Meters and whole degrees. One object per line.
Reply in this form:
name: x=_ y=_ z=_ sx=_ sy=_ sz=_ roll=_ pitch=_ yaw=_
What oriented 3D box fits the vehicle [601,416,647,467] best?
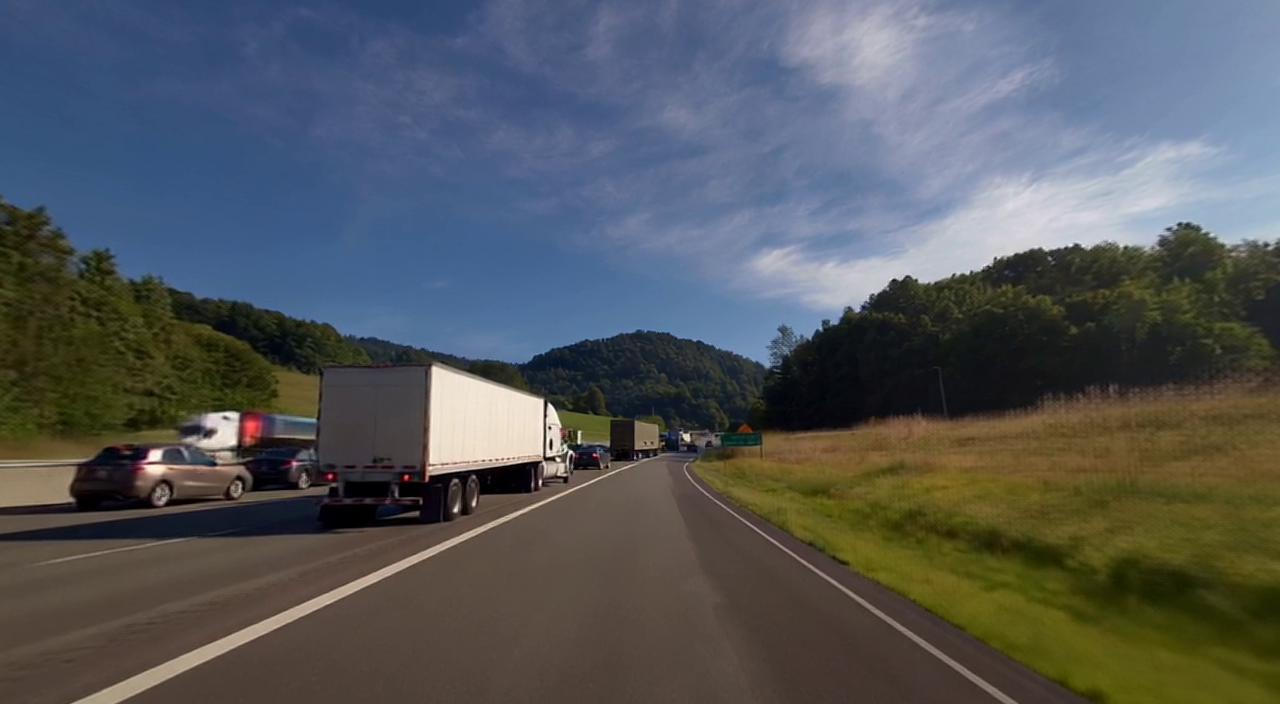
vehicle: x=-1.039 y=6.835 z=47.548 sx=2.968 sy=3.439 sz=10.174 roll=0 pitch=-9 yaw=1

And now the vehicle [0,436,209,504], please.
vehicle: x=-14.873 y=3.265 z=17.822 sx=1.943 sy=1.662 sz=4.283 roll=-1 pitch=-9 yaw=7

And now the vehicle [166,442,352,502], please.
vehicle: x=-10.814 y=3.421 z=18.433 sx=1.925 sy=1.493 sz=4.864 roll=-1 pitch=-9 yaw=8

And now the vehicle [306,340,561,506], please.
vehicle: x=-5.998 y=2.824 z=22.701 sx=2.848 sy=4.067 sz=14.314 roll=-1 pitch=-9 yaw=7
